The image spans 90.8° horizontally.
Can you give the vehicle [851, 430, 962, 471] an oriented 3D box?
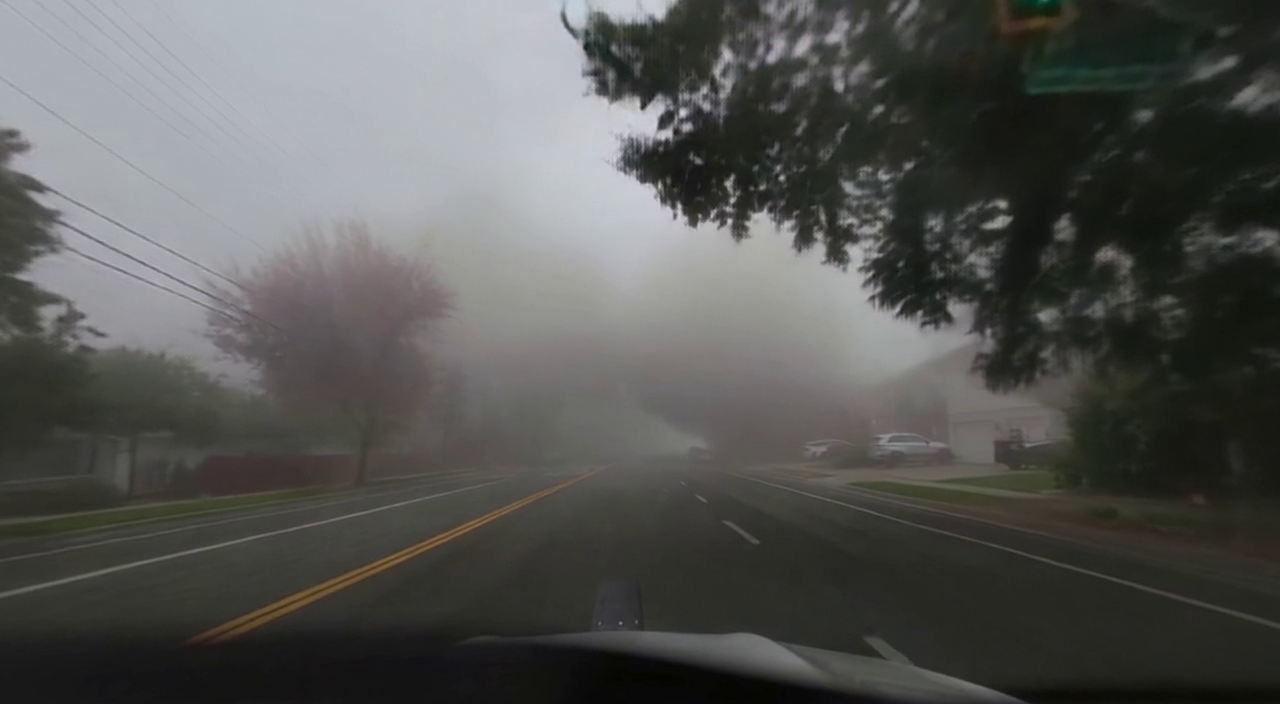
[{"bbox_3d":[13.551,5.034,32.385,4.711,1.979,2.019,-1,-8,4],"label":"vehicle"}]
